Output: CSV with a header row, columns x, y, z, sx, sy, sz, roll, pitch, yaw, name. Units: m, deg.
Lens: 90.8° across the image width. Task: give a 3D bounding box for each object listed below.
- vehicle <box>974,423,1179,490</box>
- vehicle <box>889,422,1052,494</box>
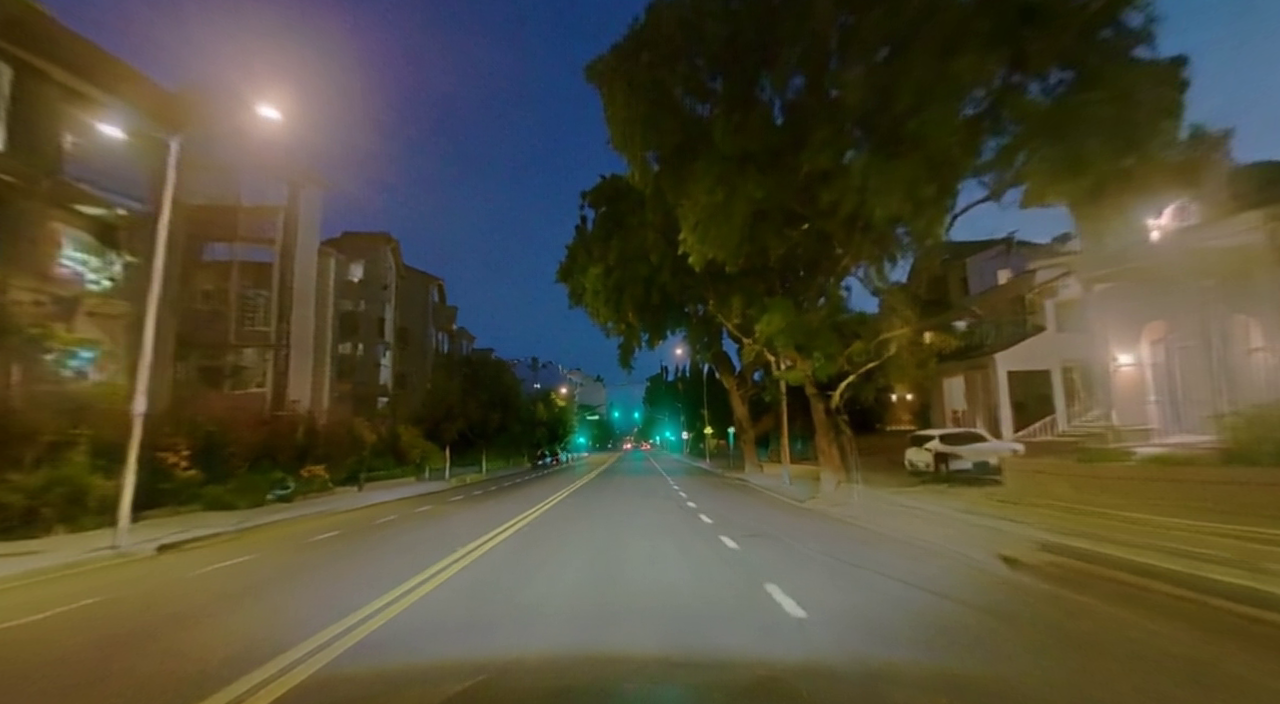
x,y,z,sx,sy,sz,roll,pitch,yaw,name
12.031,2.943,17.991,2.181,1.530,4.867,-2,-9,-3,vehicle
9.230,3.026,18.258,2.121,1.785,4.693,0,-9,0,vehicle
